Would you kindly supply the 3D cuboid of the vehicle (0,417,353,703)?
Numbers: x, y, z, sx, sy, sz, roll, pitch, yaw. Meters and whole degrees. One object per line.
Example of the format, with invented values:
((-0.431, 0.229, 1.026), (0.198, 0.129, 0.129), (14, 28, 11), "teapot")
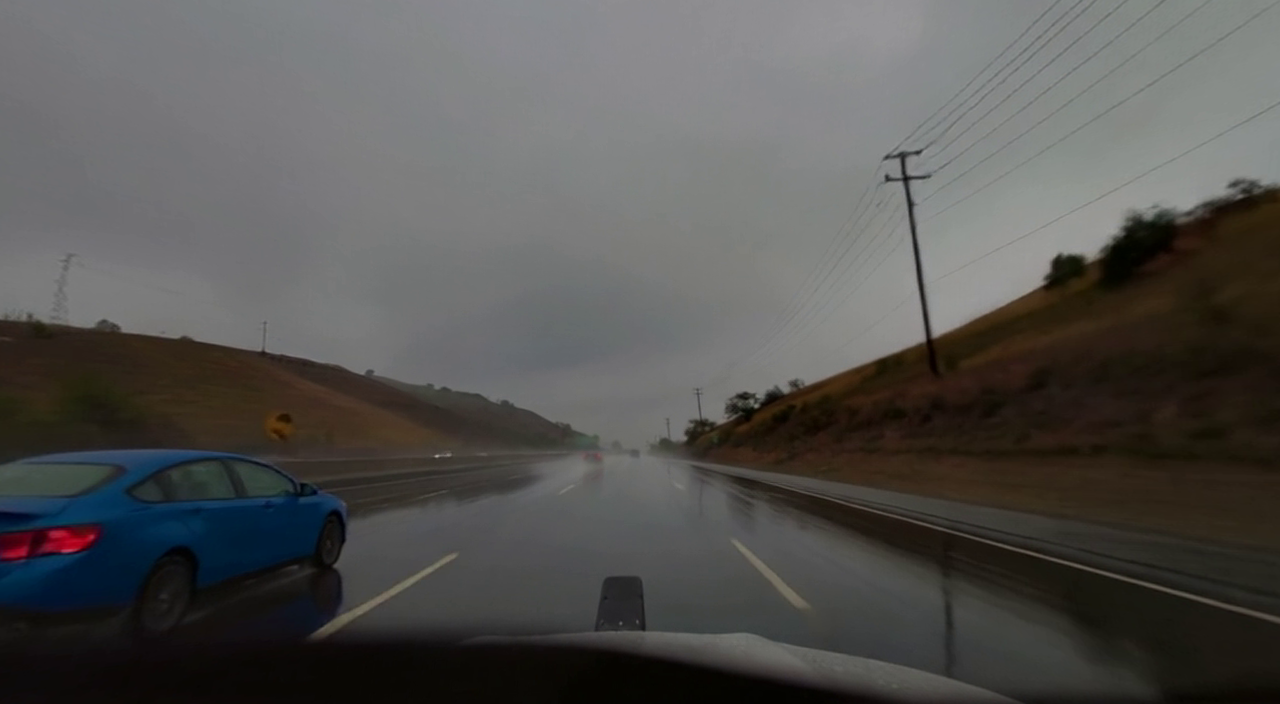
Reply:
((-4.153, 1.258, 4.297), (2.064, 1.489, 4.966), (0, -9, 0), "vehicle")
